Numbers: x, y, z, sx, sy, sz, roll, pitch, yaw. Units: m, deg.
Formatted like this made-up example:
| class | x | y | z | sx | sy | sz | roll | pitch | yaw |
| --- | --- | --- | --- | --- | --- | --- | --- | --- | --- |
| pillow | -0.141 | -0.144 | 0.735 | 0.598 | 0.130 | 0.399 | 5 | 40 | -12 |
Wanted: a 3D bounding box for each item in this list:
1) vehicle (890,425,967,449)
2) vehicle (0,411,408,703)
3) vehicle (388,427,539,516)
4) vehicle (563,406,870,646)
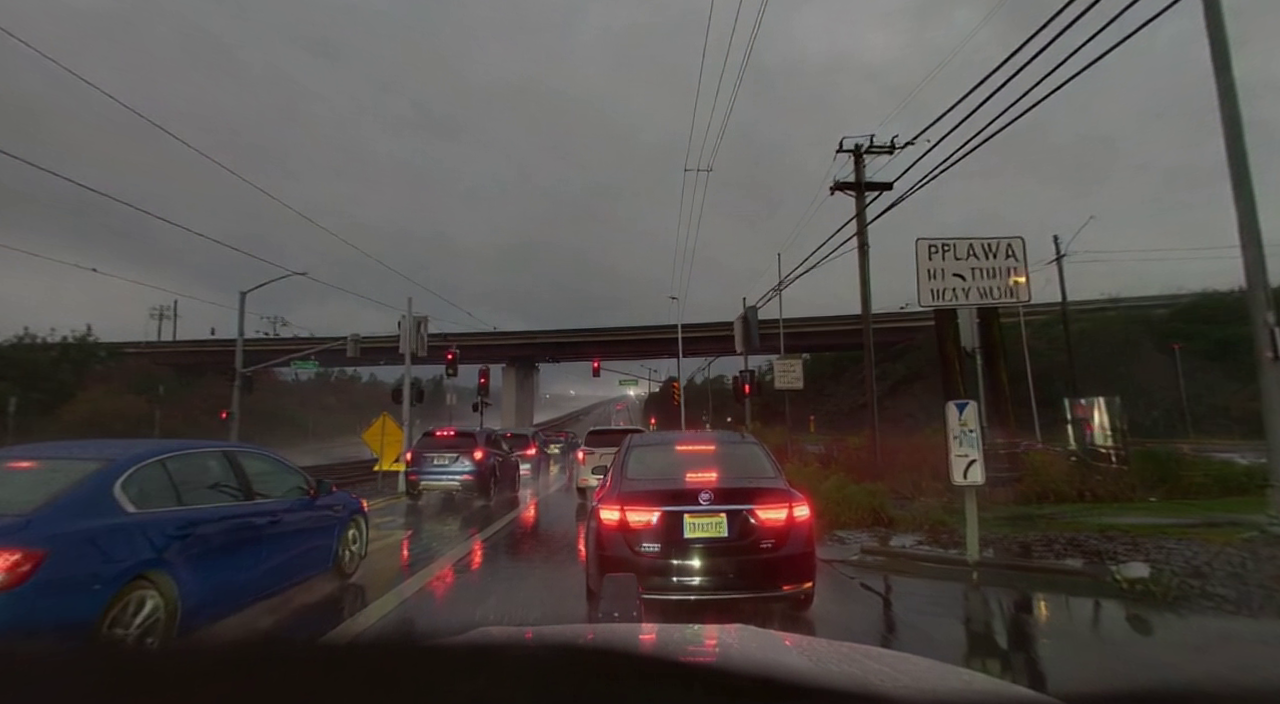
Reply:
| class | x | y | z | sx | sy | sz | roll | pitch | yaw |
| --- | --- | --- | --- | --- | --- | --- | --- | --- | --- |
| vehicle | 21.296 | 6.315 | 46.788 | 4.544 | 1.762 | 2.272 | 0 | -9 | 1 |
| vehicle | -3.706 | 1.345 | 5.140 | 1.956 | 1.468 | 4.585 | 0 | -9 | -1 |
| vehicle | -3.335 | 2.345 | 12.850 | 1.984 | 1.505 | 4.047 | 0 | -9 | -1 |
| vehicle | 0.407 | 1.419 | 6.141 | 1.998 | 1.529 | 3.960 | 0 | -9 | -3 |
